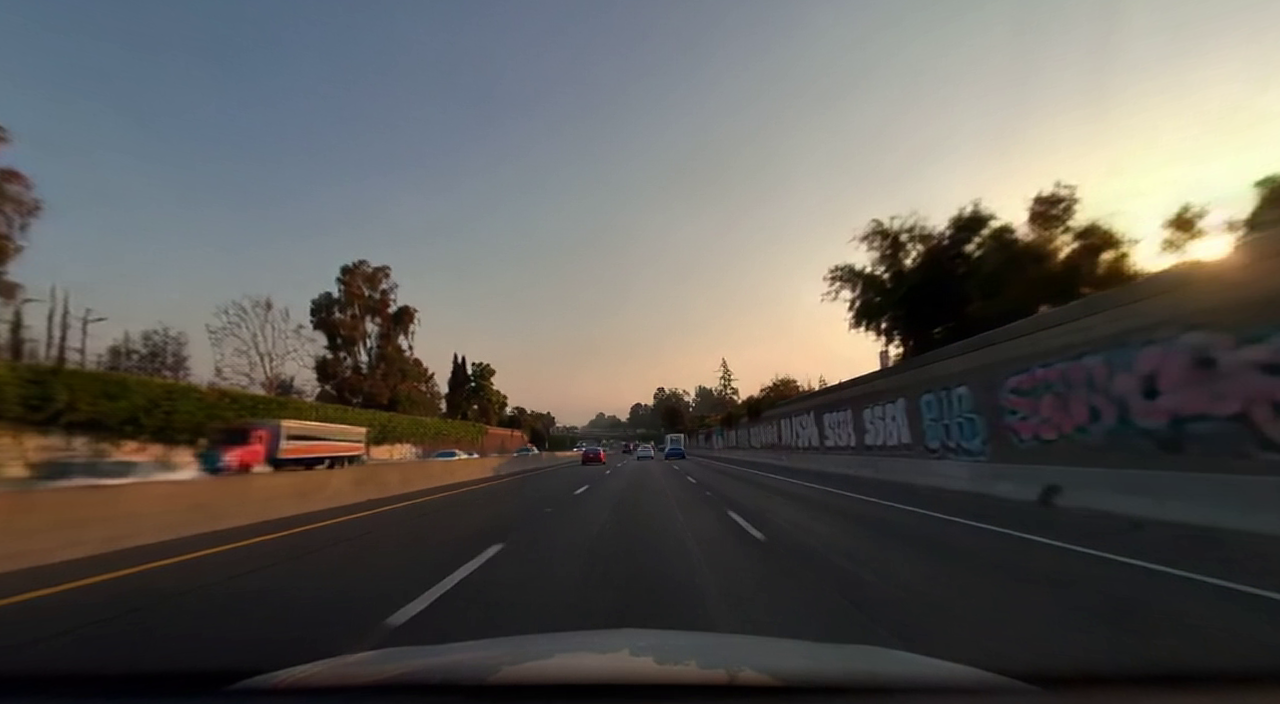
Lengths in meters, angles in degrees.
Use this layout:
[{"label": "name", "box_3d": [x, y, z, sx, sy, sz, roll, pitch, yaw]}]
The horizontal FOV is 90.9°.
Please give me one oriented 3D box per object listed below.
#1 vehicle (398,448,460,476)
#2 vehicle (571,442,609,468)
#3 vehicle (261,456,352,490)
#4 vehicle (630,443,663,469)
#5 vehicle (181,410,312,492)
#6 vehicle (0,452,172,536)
[{"label": "vehicle", "box_3d": [-11.920, 6.230, 35.853, 2.102, 1.469, 3.981, 0, -9, 1]}, {"label": "vehicle", "box_3d": [-3.302, 6.931, 42.489, 2.095, 1.671, 4.193, 0, -9, 1]}, {"label": "vehicle", "box_3d": [-16.343, 5.930, 31.189, 1.856, 1.475, 4.749, 0, -9, 1]}, {"label": "vehicle", "box_3d": [0.408, 6.646, 40.335, 2.009, 1.506, 4.091, 0, -9, 0]}, {"label": "vehicle", "box_3d": [-20.565, 5.238, 33.432, 2.925, 3.884, 5.866, 0, -9, 1]}, {"label": "vehicle", "box_3d": [-12.344, 2.912, 13.477, 1.853, 1.521, 3.633, 0, -9, -1]}]
